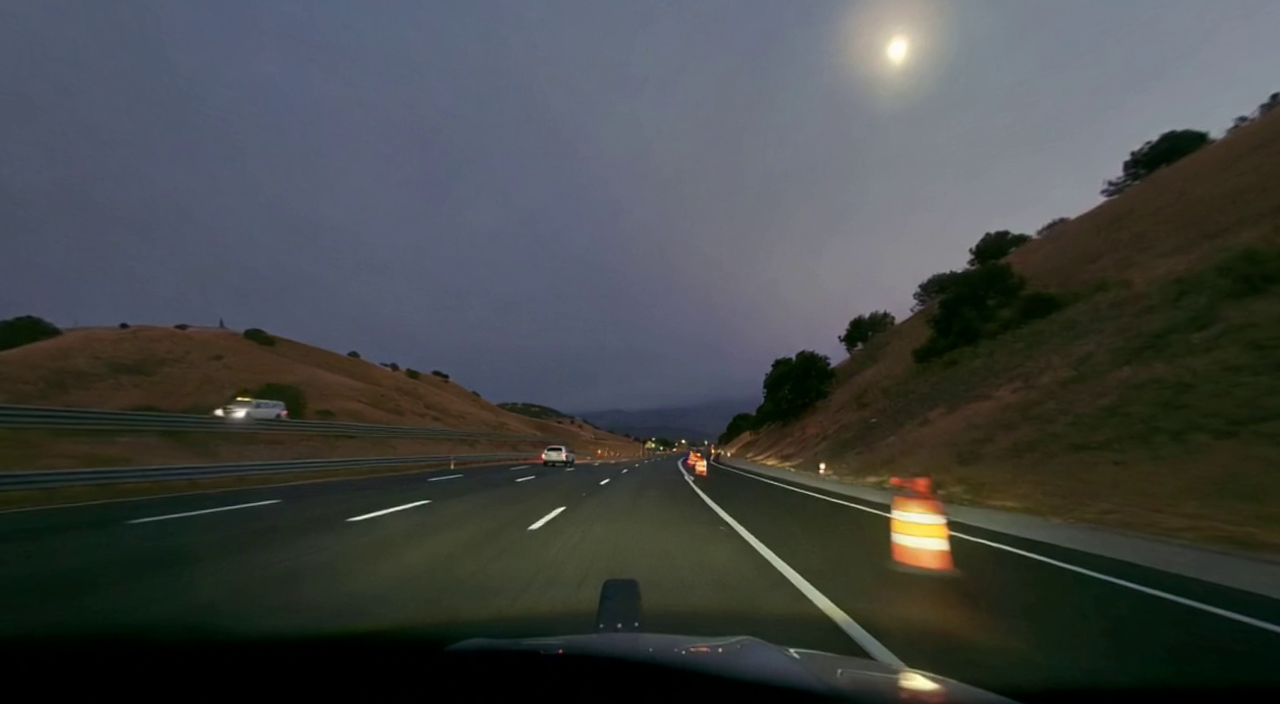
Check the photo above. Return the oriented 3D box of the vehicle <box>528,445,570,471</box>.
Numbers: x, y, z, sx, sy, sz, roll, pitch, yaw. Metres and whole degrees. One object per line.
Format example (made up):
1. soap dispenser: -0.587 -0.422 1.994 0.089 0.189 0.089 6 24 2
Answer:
1. vehicle: -5.953 6.970 41.528 2.042 1.585 4.162 0 -9 1

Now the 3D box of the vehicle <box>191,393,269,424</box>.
1. vehicle: -25.654 3.623 39.623 1.820 1.683 4.493 -1 -9 1
